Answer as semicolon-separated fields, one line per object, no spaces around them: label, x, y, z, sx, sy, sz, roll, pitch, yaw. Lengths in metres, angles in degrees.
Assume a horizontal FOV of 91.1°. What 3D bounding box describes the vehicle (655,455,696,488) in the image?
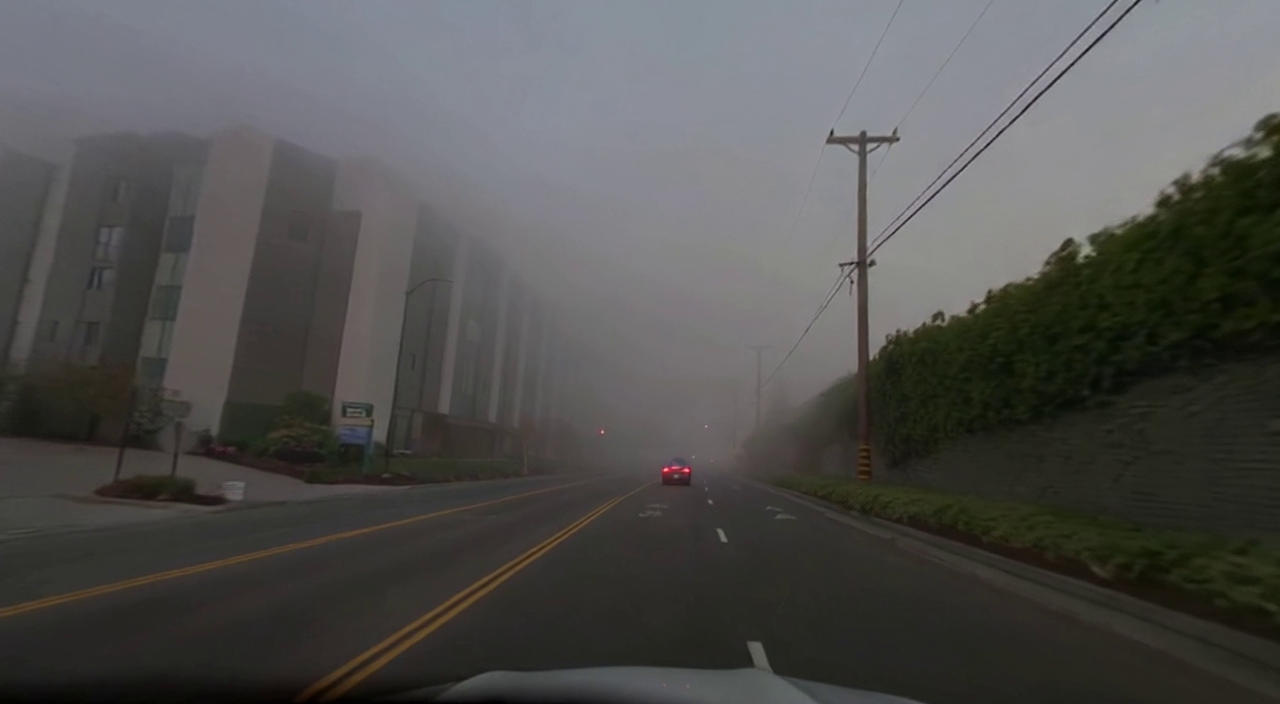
vehicle;1.969;6.440;33.864;2.067;1.629;3.858;0;-10;5
